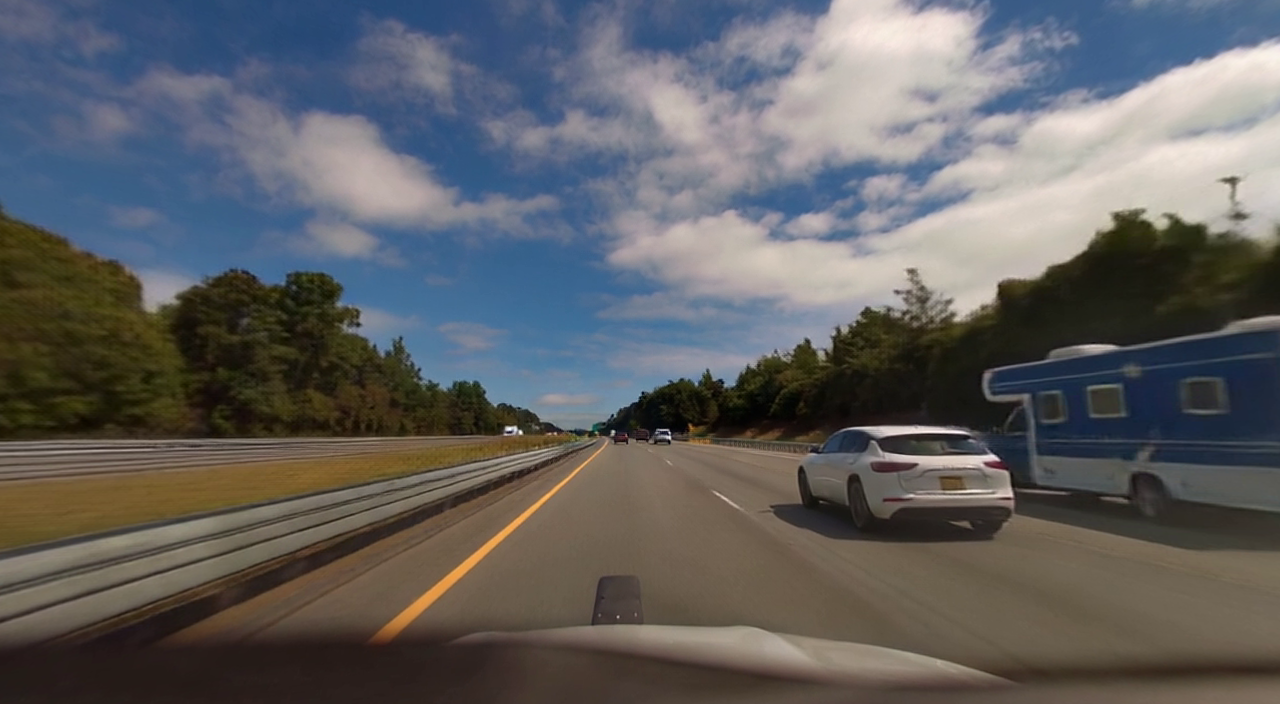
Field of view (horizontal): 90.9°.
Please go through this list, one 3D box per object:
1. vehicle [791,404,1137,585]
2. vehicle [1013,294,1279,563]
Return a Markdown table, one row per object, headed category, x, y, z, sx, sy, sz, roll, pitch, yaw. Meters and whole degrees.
| category | x | y | z | sx | sy | sz | roll | pitch | yaw |
| --- | --- | --- | --- | --- | --- | --- | --- | --- | --- |
| vehicle | 3.320 | 1.503 | 7.513 | 2.002 | 1.569 | 3.845 | 0 | -8 | -1 |
| vehicle | 7.735 | 0.966 | 7.825 | 2.594 | 2.701 | 5.573 | 0 | -8 | -2 |
